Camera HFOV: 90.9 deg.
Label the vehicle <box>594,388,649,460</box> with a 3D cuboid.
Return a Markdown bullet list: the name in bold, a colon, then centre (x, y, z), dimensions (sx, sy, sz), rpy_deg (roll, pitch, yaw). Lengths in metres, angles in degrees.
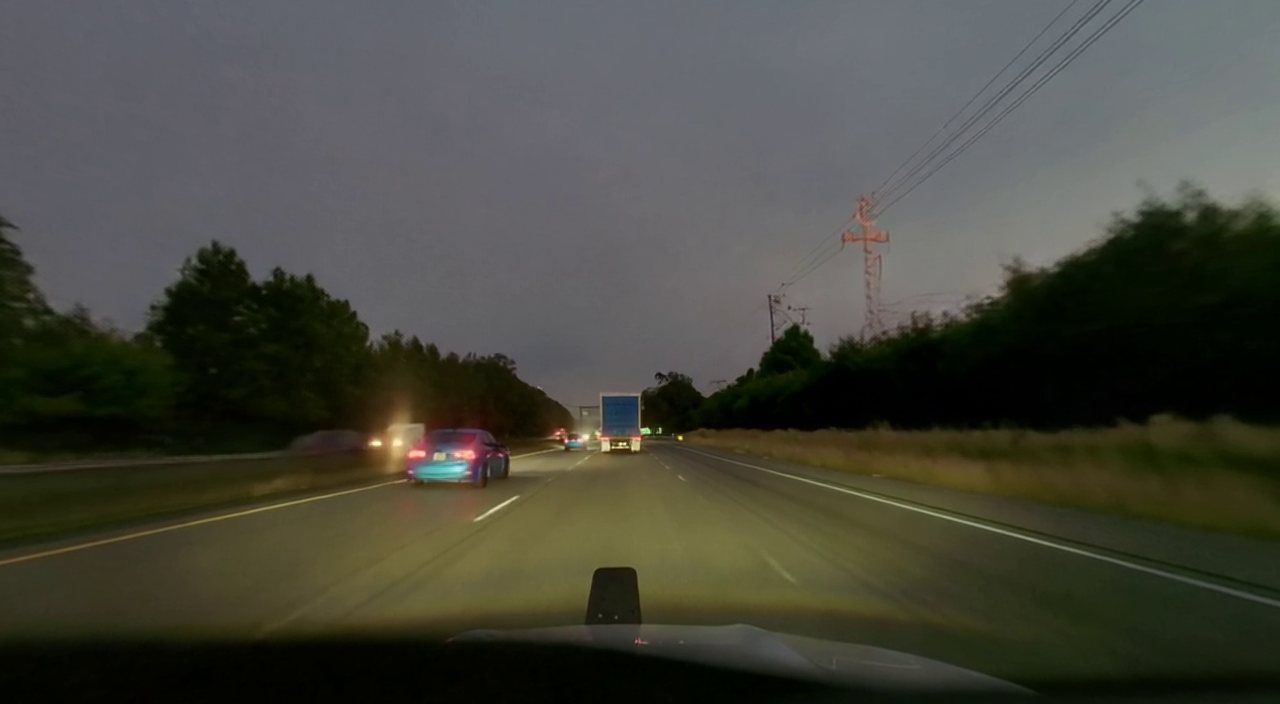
- **vehicle**: centre (-1.122, 4.524, 38.865), dimensions (2.955, 3.851, 9.915), rpy_deg (0, -8, -2)

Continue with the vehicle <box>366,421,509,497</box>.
- **vehicle**: centre (-4.803, 2.589, 15.751), dimensions (2.117, 1.618, 4.480), rpy_deg (0, -8, -1)
